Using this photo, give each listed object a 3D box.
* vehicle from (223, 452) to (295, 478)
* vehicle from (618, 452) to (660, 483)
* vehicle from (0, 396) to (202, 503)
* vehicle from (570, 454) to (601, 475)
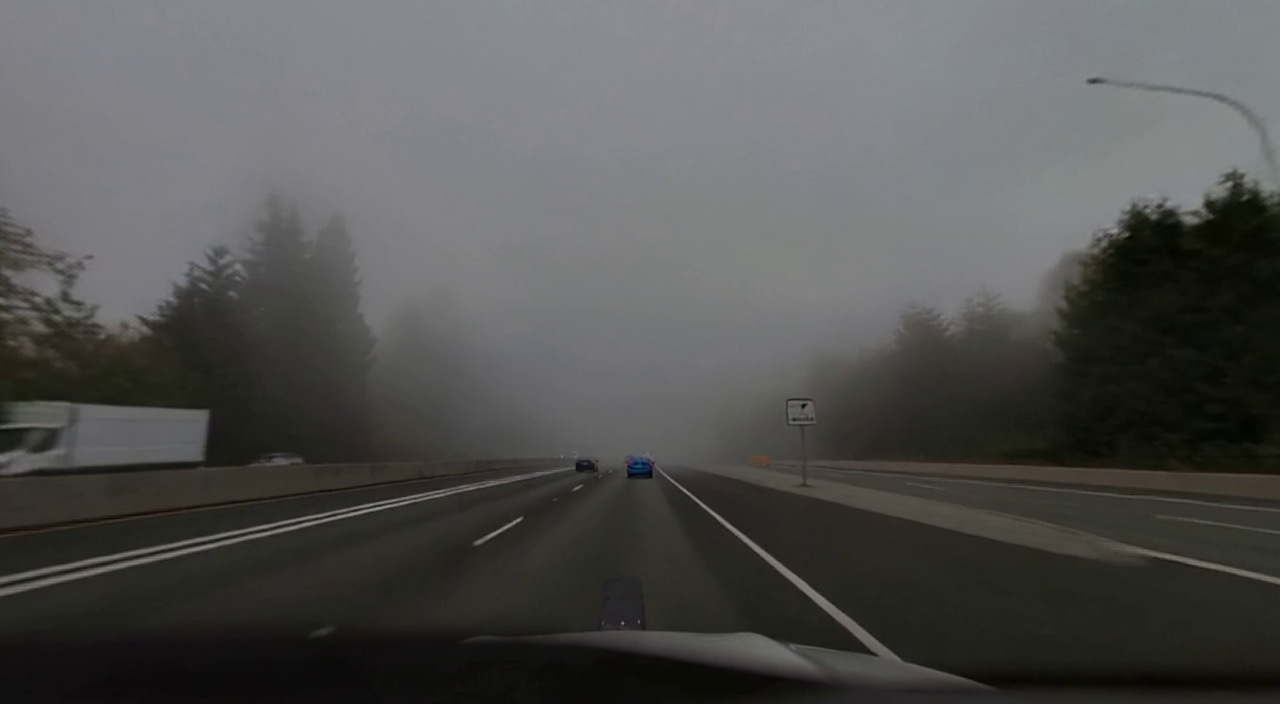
[{"bbox_3d":[-24.443,7.264,40.662,1.942,1.583,4.563,0,-9,-3],"label":"vehicle"},{"bbox_3d":[-0.055,5.873,32.195,2.002,1.449,3.612,0,-9,-1],"label":"vehicle"},{"bbox_3d":[-23.928,4.301,27.538,2.934,3.856,9.459,0,-9,-2],"label":"vehicle"},{"bbox_3d":[-3.977,8.324,46.756,1.877,1.504,3.799,0,-9,1],"label":"vehicle"}]
